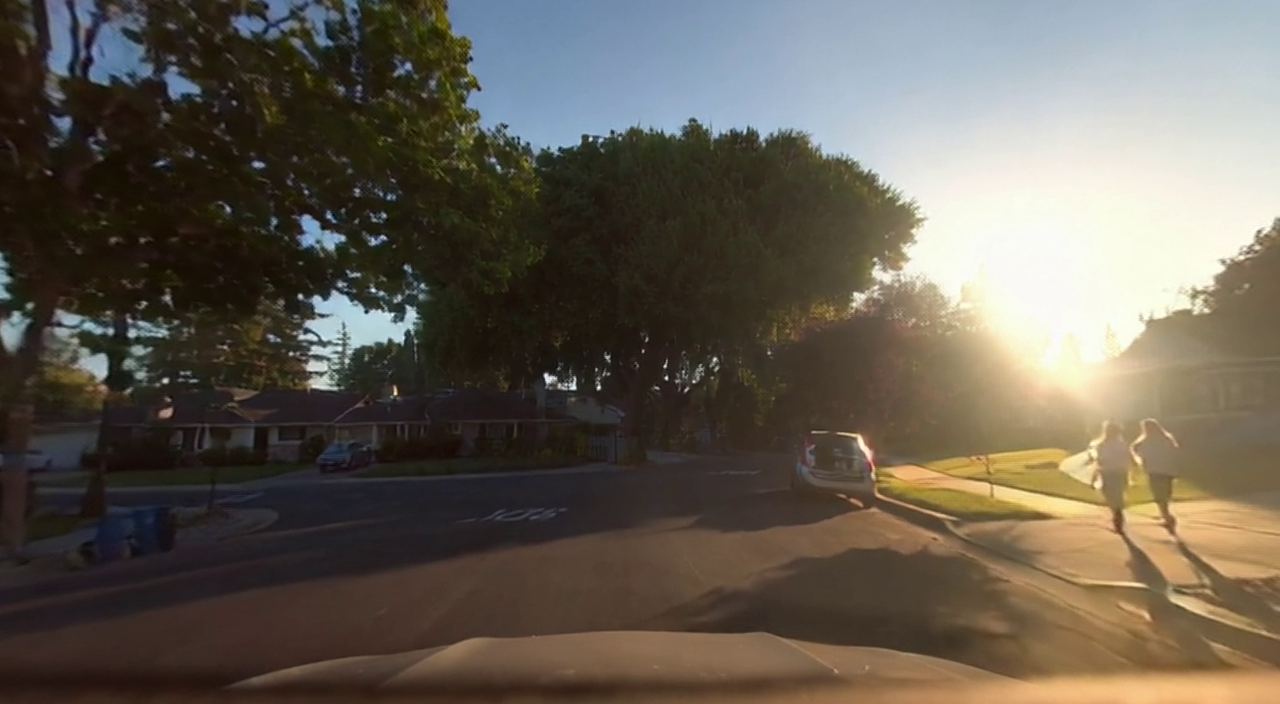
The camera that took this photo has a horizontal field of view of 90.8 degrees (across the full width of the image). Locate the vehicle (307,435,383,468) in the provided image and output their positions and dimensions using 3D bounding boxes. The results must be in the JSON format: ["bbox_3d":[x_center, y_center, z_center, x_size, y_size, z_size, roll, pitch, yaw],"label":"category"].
[{"bbox_3d":[-17.450,5.940,37.663,2.021,1.798,4.491,-1,-9,6],"label":"vehicle"}]

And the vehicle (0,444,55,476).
[{"bbox_3d":[-39.403,6.661,39.070,2.206,1.858,4.918,1,-8,-8],"label":"vehicle"}]

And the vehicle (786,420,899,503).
[{"bbox_3d":[4.835,2.700,15.752,2.053,1.737,4.375,-2,-9,10],"label":"vehicle"}]
